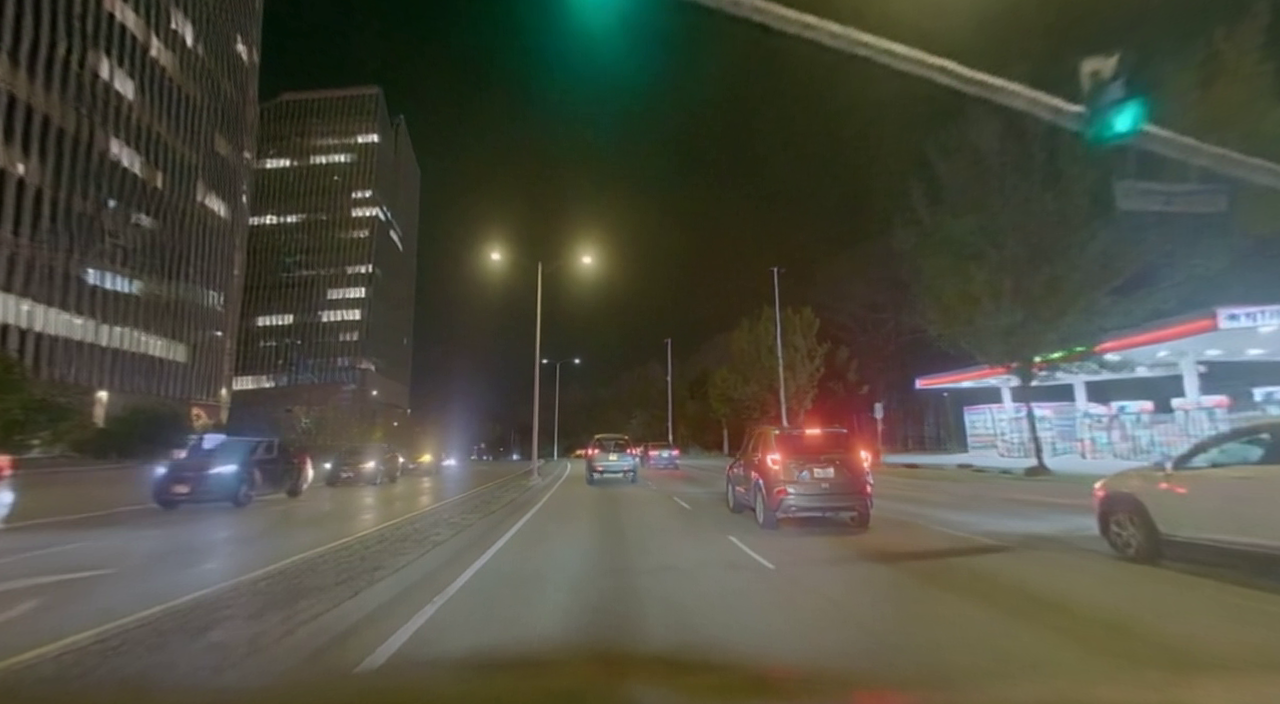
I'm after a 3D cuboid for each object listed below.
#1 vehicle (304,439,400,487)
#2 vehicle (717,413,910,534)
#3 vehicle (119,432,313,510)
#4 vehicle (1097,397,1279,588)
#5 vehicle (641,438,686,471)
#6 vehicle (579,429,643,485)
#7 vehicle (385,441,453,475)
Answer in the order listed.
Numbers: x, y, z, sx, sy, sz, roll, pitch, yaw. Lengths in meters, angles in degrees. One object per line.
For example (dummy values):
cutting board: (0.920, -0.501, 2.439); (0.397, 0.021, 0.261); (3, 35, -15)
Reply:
vehicle: (-9.569, 3.682, 21.246); (1.665, 1.442, 3.720); (0, -8, -4)
vehicle: (2.807, 2.076, 11.357); (2.000, 1.745, 4.206); (0, -8, -4)
vehicle: (-9.659, 2.705, 14.822); (1.943, 1.575, 3.927); (0, -8, -3)
vehicle: (6.628, 1.201, 5.328); (2.047, 1.653, 4.423); (0, -8, -2)
vehicle: (1.148, 5.277, 32.599); (1.800, 1.592, 3.658); (1, -8, -7)
vehicle: (-1.118, 3.703, 22.525); (2.051, 1.798, 4.168); (1, -8, -5)
vehicle: (-10.430, 4.997, 30.036); (1.872, 1.439, 4.507); (0, -8, -4)
